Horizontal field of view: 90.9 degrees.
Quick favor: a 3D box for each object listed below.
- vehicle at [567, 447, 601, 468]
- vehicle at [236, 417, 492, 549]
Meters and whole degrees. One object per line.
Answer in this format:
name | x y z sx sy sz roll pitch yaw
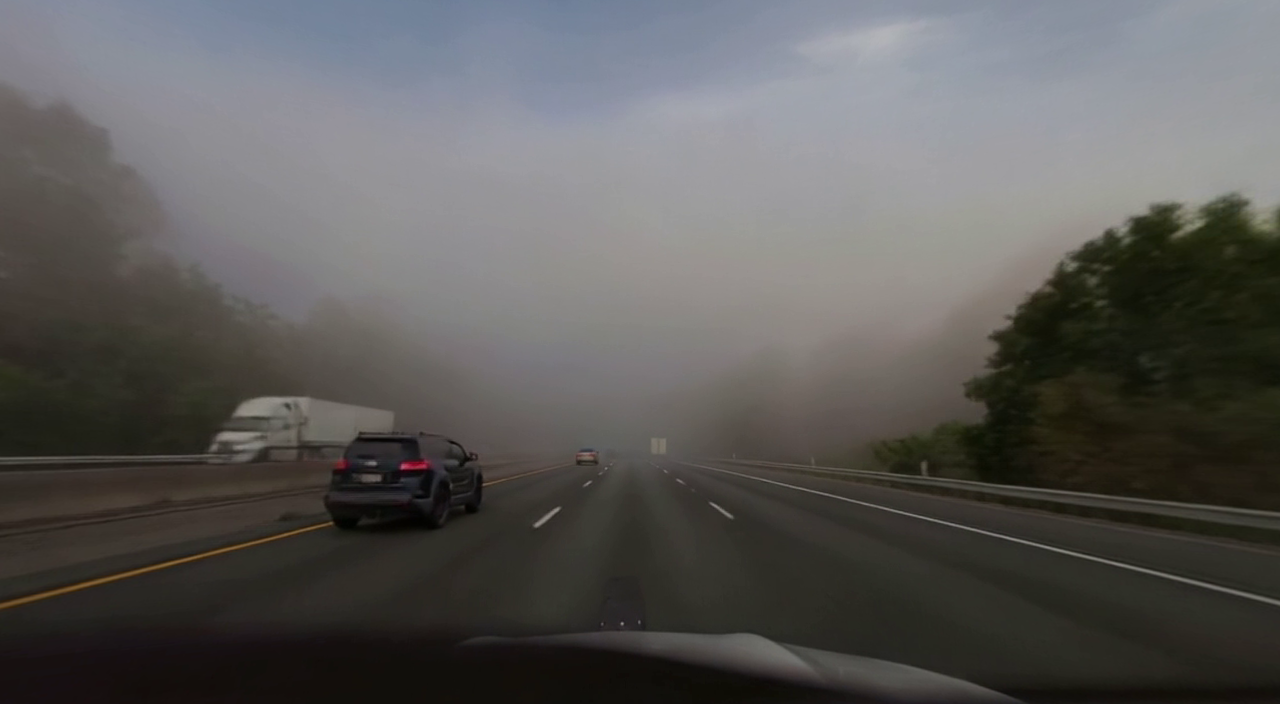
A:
vehicle | -4.104 7.857 46.962 2.169 1.473 4.631 0 -9 0
vehicle | -4.068 2.040 10.391 2.108 1.666 4.558 0 -9 0
